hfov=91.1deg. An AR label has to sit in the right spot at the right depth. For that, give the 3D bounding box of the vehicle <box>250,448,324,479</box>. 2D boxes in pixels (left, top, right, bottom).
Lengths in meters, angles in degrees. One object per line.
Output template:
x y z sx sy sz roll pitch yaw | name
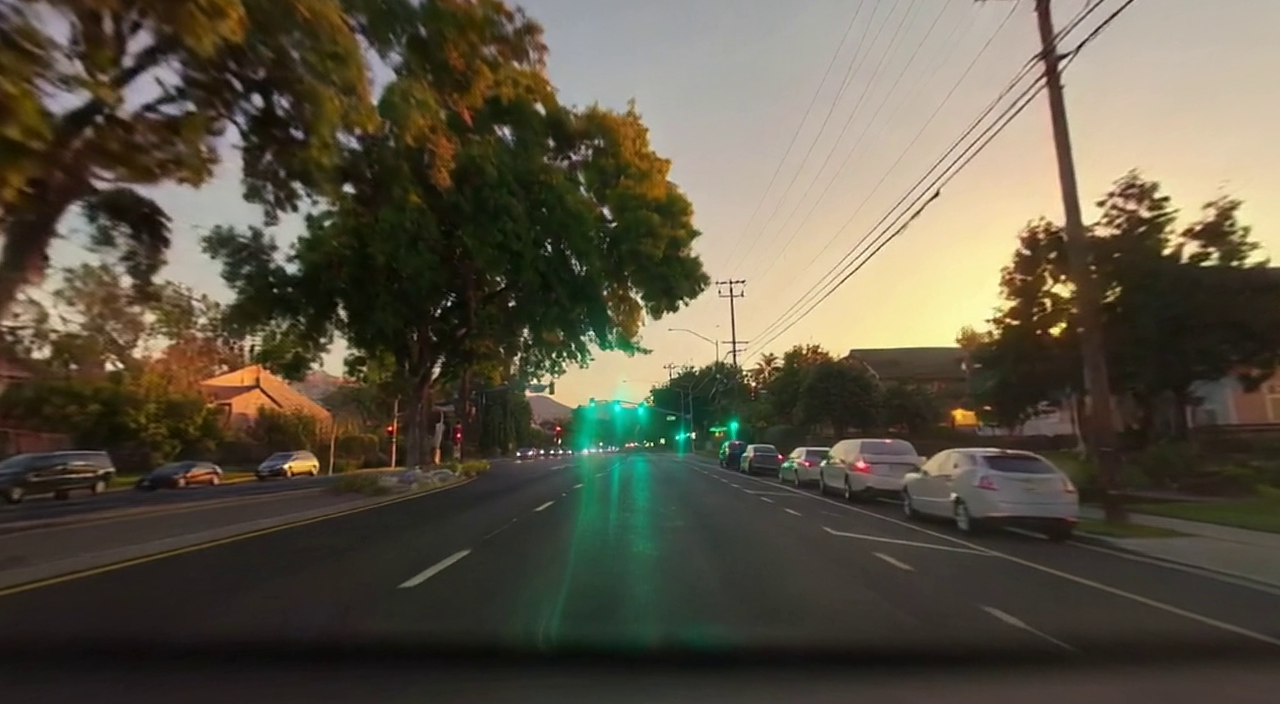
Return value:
-21.488 6.764 38.413 1.933 1.733 4.518 0 -9 -1 | vehicle

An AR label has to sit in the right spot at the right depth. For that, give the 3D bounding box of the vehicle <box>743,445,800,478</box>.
6.468 5.401 31.313 1.901 1.470 4.580 0 -9 1 | vehicle

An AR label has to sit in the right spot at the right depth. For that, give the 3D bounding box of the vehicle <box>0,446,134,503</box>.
-21.678 4.420 23.171 2.001 1.839 4.669 0 -9 0 | vehicle

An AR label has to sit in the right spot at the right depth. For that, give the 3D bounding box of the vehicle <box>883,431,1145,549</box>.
6.223 2.314 11.234 1.918 1.662 4.393 0 -9 -1 | vehicle

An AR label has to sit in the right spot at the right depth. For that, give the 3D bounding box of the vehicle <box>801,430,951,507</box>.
6.212 3.133 17.314 2.112 1.788 4.933 0 -9 -1 | vehicle

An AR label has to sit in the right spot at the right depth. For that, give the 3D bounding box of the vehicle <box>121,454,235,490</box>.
-21.511 5.564 29.511 1.842 1.496 4.614 0 -9 1 | vehicle
